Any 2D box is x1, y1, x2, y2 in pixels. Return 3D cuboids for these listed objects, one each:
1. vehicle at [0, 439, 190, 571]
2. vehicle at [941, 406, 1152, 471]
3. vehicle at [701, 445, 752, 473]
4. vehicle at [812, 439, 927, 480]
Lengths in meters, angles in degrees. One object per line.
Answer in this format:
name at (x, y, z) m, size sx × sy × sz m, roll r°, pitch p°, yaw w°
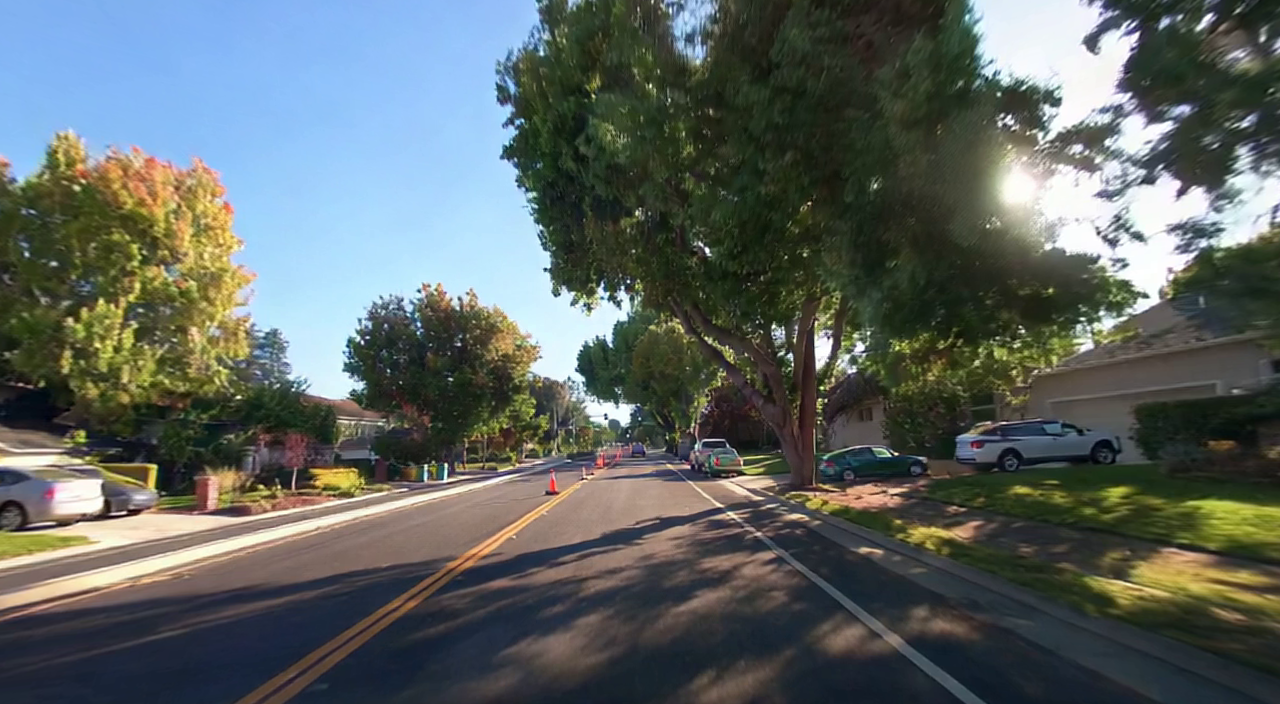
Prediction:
vehicle at (-10.686, 2.609, 10.895) m, size 2.663 × 1.926 × 4.303 m, roll -6°, pitch -9°, yaw 2°
vehicle at (14.962, 3.228, 23.599) m, size 6.037 × 2.247 × 2.657 m, roll 0°, pitch -9°, yaw -2°
vehicle at (4.306, 5.404, 32.194) m, size 1.928 × 1.333 × 4.586 m, roll 0°, pitch -9°, yaw 0°
vehicle at (8.472, 3.977, 23.551) m, size 3.561 × 1.465 × 1.870 m, roll 0°, pitch -8°, yaw -2°
